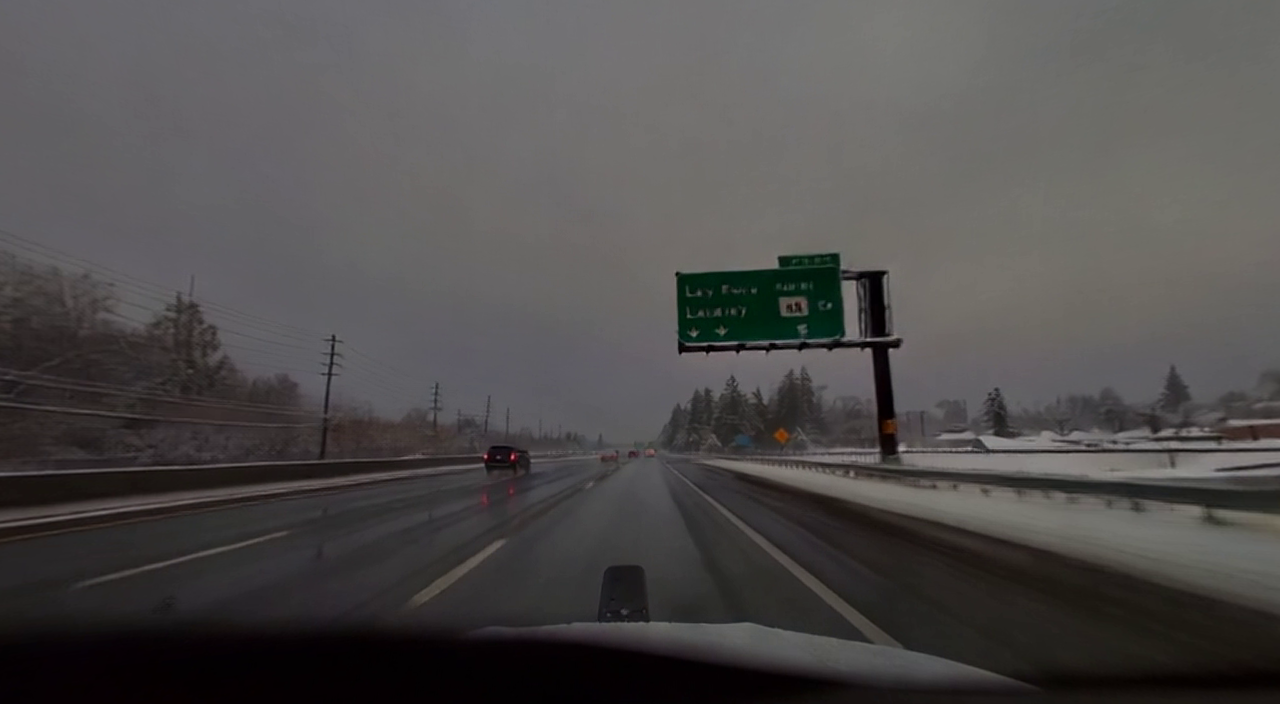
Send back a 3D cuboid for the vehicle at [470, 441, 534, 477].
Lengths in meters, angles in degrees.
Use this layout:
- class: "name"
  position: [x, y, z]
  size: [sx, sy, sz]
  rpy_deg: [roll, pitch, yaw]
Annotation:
- class: "vehicle"
  position: [-7.038, 5.505, 32.679]
  size: [2.118, 1.696, 4.836]
  rpy_deg: [0, -9, 2]
